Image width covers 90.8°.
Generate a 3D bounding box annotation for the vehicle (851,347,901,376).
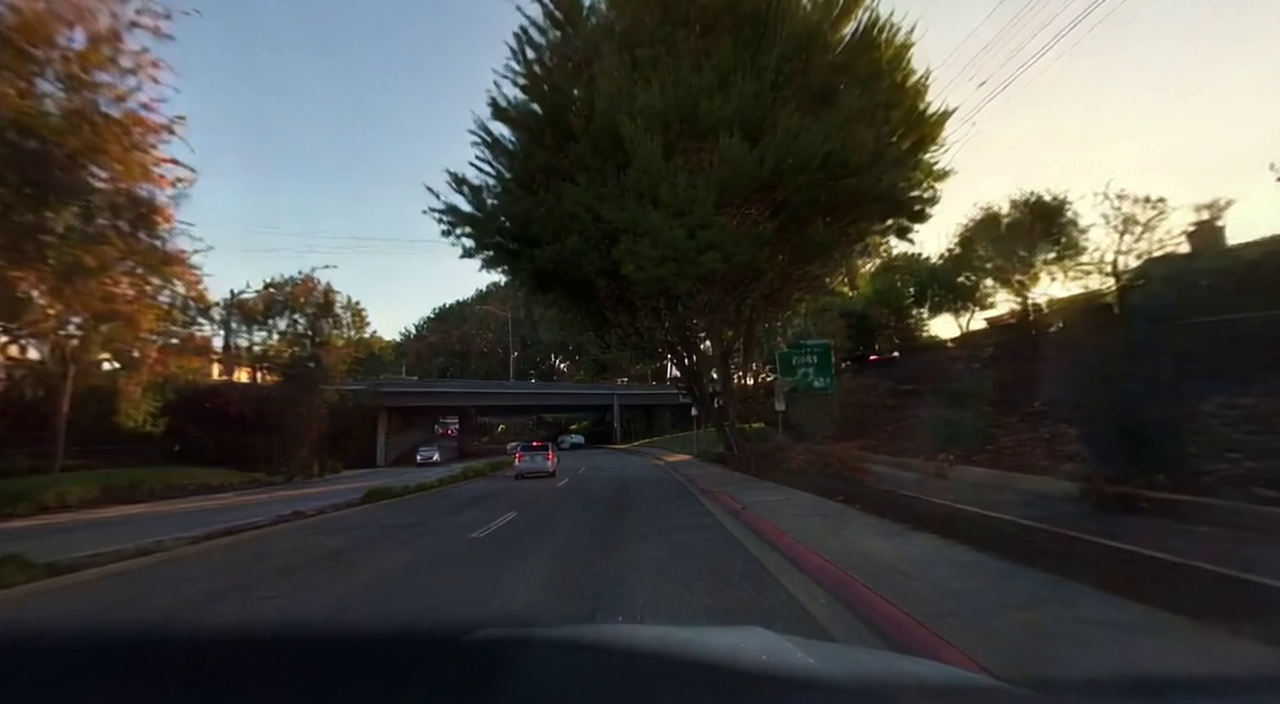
[{"bbox_3d":[16.563,0.704,44.537,2.058,1.475,4.587,3,-7,4],"label":"vehicle"}]
